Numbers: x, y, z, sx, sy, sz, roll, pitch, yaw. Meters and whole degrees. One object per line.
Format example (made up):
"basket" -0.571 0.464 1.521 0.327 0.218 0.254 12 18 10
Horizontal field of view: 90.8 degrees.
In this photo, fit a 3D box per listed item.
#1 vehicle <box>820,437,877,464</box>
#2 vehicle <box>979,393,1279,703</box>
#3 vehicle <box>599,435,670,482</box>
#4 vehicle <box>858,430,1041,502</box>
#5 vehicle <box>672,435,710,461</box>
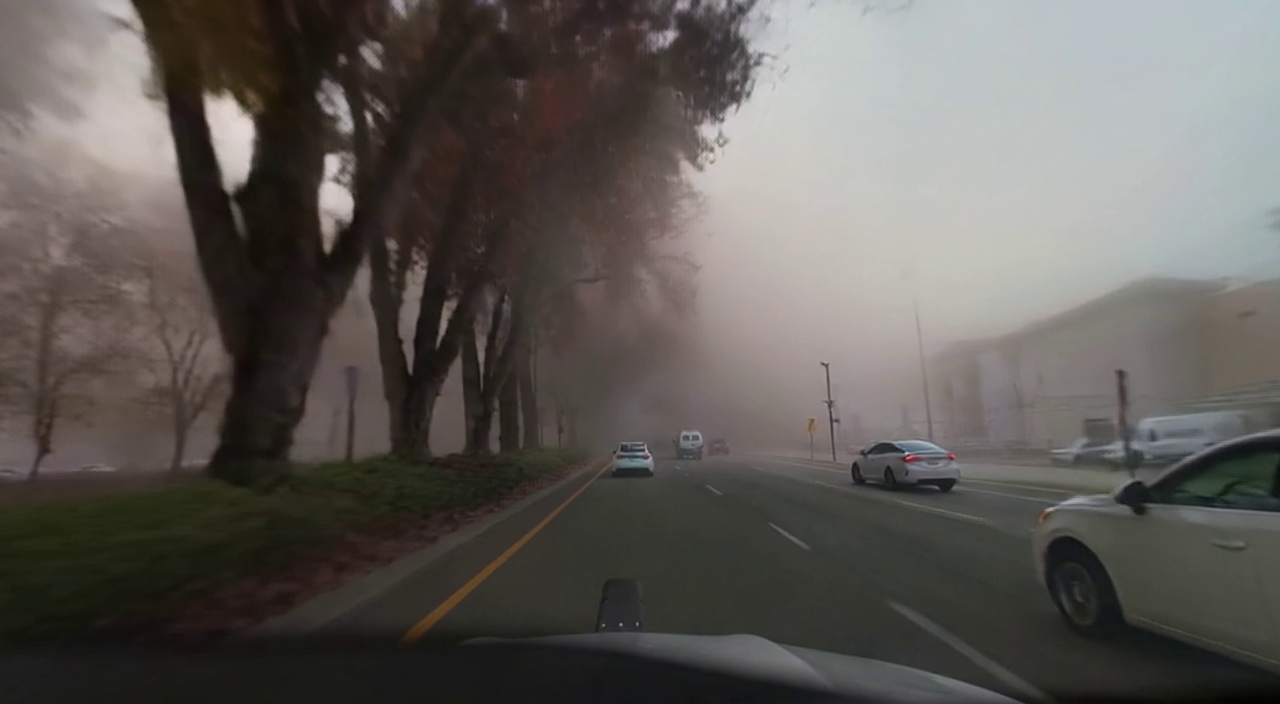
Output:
"vehicle" 14.608 6.948 44.586 2.205 1.754 4.925 0 -8 -2
"vehicle" 3.685 0.923 2.621 2.094 1.480 4.323 0 -8 -1
"vehicle" -0.201 3.780 22.711 2.289 1.471 4.477 0 -8 -1
"vehicle" 7.334 2.748 15.671 2.111 1.493 4.639 0 -8 -1
"vehicle" 3.468 6.687 44.084 2.188 1.760 4.297 0 -8 -1
